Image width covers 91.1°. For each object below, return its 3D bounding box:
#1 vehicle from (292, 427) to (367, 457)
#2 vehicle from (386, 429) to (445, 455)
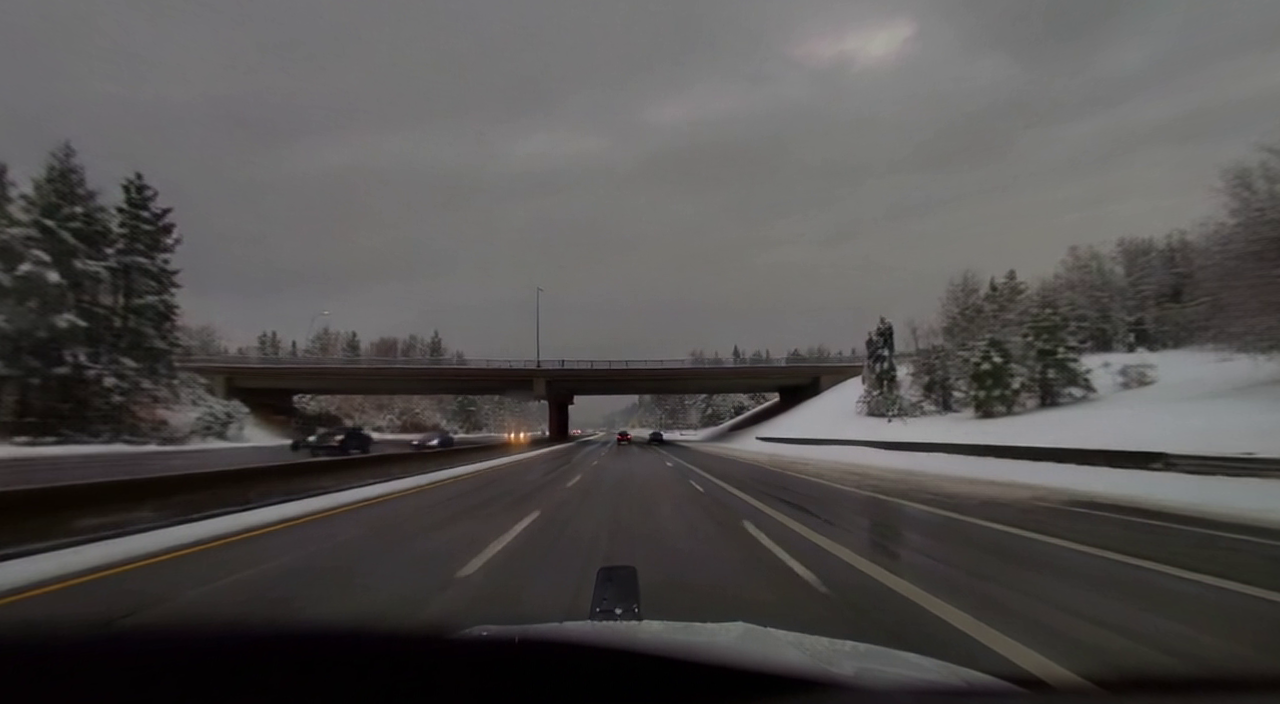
[{"bbox_3d":[-17.446,5.093,35.625,2.020,1.560,4.520,0,-8,-1],"label":"vehicle"},{"bbox_3d":[-13.888,5.596,39.199,1.946,1.529,4.955,0,-8,-1],"label":"vehicle"}]
